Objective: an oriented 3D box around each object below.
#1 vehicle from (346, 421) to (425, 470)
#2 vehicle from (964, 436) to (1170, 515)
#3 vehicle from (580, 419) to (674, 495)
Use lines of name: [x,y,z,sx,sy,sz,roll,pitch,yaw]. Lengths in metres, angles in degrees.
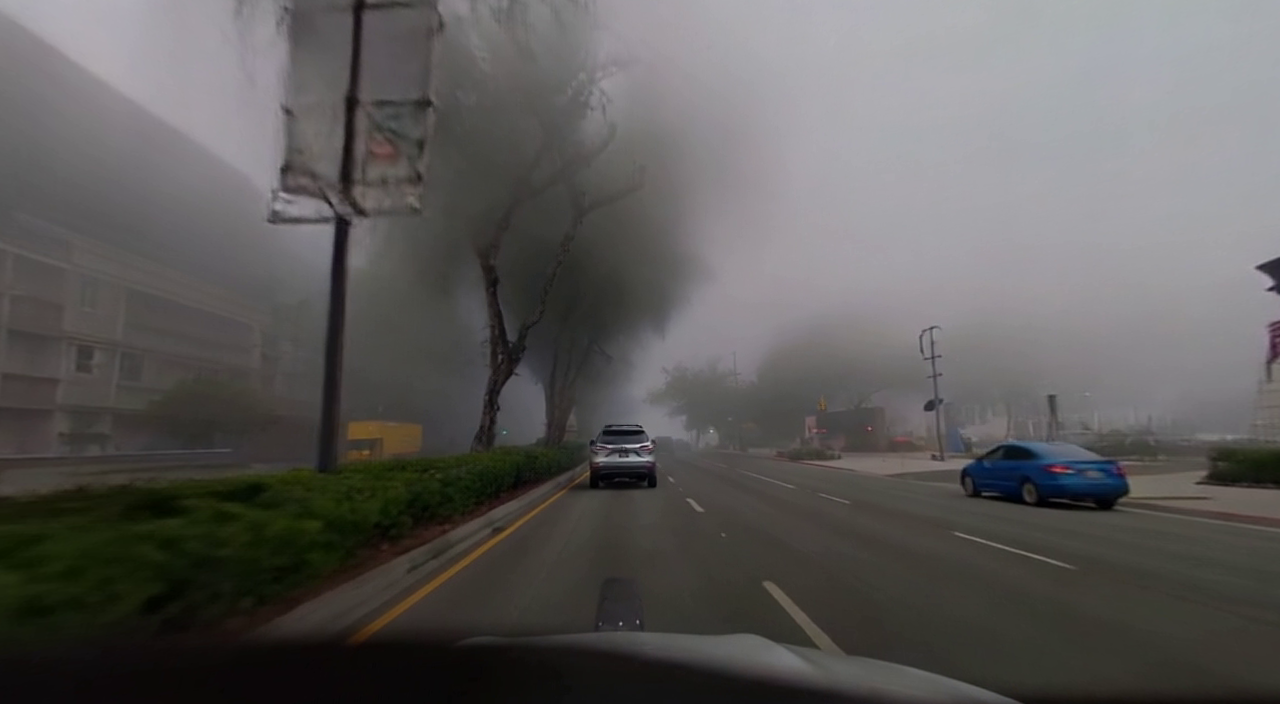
vehicle: [-19.239,7.164,48.337,2.811,3.399,7.898,1,-9,-2]
vehicle: [9.153,2.651,14.154,2.002,1.456,4.631,-2,-9,9]
vehicle: [-0.359,2.862,17.516,2.277,1.816,4.192,0,-8,-1]
